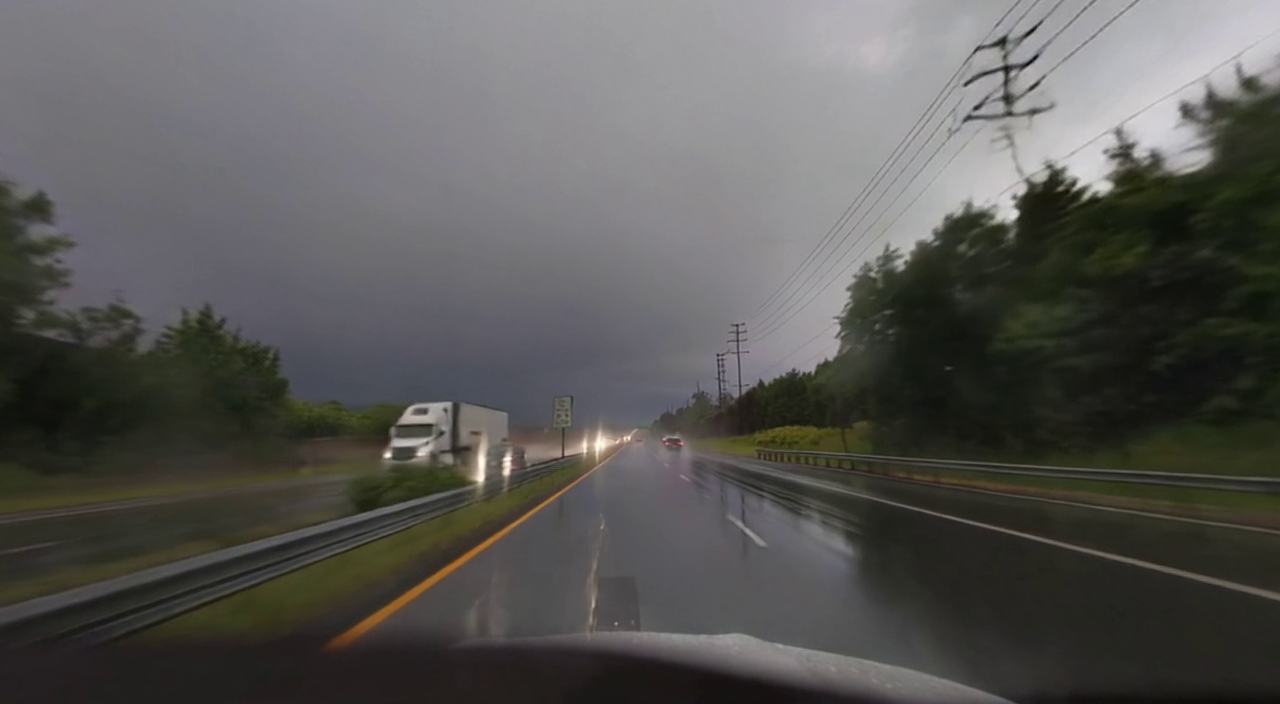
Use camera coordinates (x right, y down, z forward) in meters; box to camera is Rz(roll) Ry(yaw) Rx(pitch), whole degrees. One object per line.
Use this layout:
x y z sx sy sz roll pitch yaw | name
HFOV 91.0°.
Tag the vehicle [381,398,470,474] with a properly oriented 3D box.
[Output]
-12.138 4.865 36.315 3.013 3.970 5.892 -1 -8 0 | vehicle
